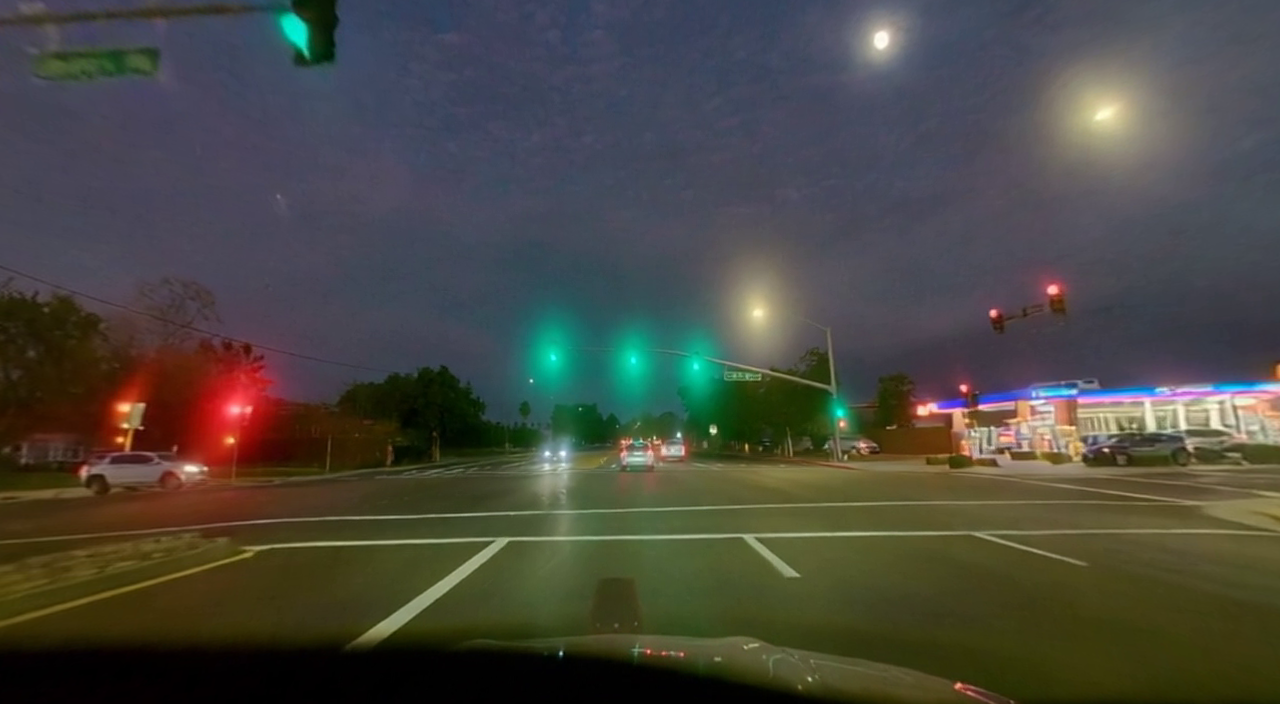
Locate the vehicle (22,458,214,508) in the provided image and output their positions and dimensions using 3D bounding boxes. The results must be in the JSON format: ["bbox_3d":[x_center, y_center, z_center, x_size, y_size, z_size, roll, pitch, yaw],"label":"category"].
[{"bbox_3d":[-18.845,4.732,23.263,2.311,1.485,5.817,0,-8,-2],"label":"vehicle"}]

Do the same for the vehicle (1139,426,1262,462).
[{"bbox_3d":[29.808,4.901,33.589,1.958,1.759,4.517,7,-11,-38],"label":"vehicle"}]

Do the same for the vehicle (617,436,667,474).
[{"bbox_3d":[0.052,4.659,28.699,2.145,1.572,4.021,0,-8,-1],"label":"vehicle"}]

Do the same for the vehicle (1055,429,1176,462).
[{"bbox_3d":[25.813,5.114,34.327,1.941,1.641,4.829,7,-11,-39],"label":"vehicle"}]

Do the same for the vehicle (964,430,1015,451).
[{"bbox_3d":[26.936,6.839,48.423,4.587,1.548,1.998,8,-12,-42],"label":"vehicle"}]

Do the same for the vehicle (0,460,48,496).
[{"bbox_3d":[-28.163,5.599,28.261,1.953,1.415,4.553,7,-11,-40],"label":"vehicle"}]

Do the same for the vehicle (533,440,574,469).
[{"bbox_3d":[-5.158,6.160,37.943,1.844,1.534,3.831,-3,-8,0],"label":"vehicle"}]
